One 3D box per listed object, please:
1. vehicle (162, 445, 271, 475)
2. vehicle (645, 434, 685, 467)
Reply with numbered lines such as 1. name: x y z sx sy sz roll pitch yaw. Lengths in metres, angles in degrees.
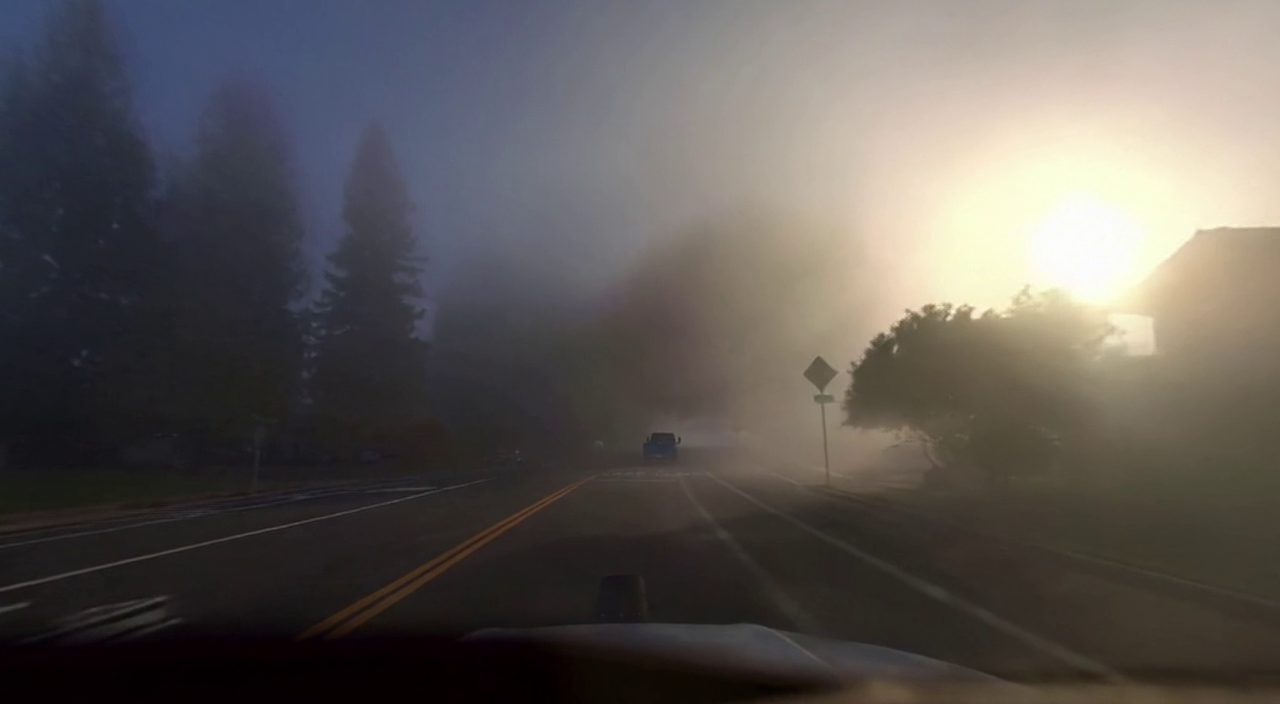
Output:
1. vehicle: -25.817 6.611 38.701 4.975 1.732 2.165 2 -9 -13
2. vehicle: 1.640 6.239 40.114 2.153 1.942 4.767 -1 -9 6
